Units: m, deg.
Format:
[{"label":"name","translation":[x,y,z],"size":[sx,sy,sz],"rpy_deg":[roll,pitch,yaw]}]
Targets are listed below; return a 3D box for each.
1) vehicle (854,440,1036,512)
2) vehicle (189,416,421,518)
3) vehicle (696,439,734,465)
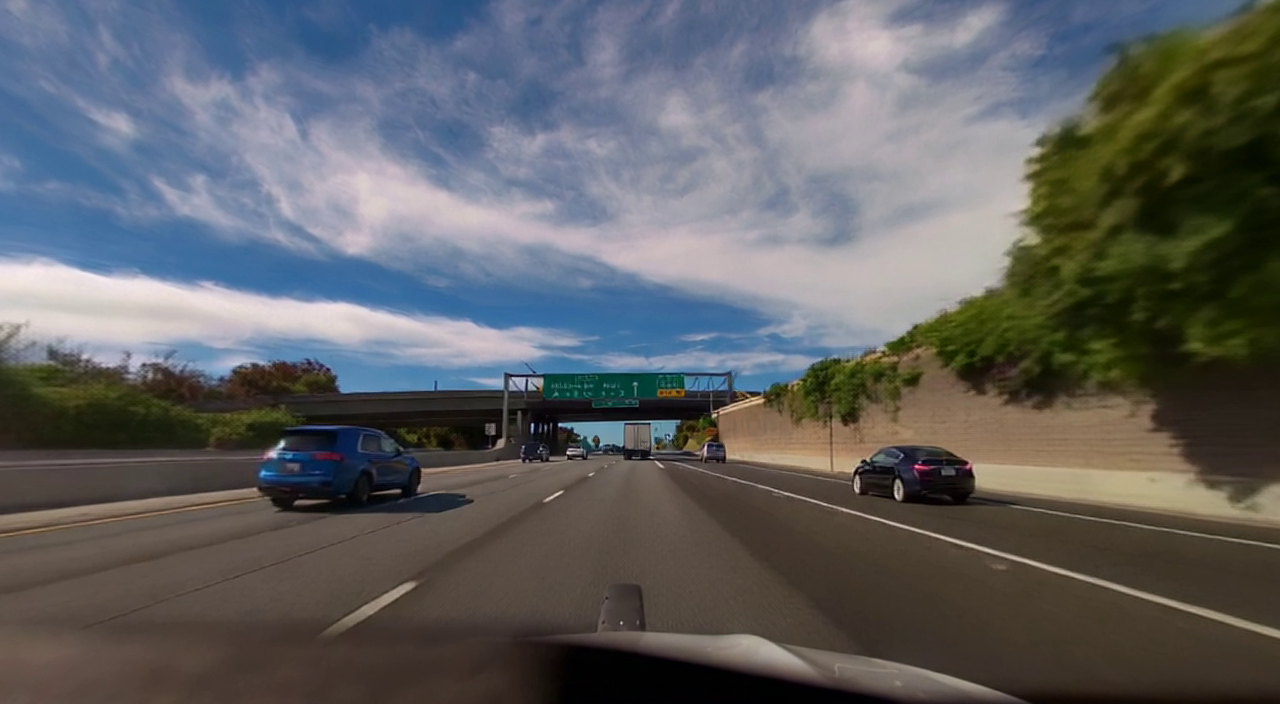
[{"label":"vehicle","translation":[7.300,2.992,15.763],"size":[2.075,1.510,4.569],"rpy_deg":[1,-9,-3]},{"label":"vehicle","translation":[-6.673,2.365,13.422],"size":[2.179,1.753,4.999],"rpy_deg":[0,-9,0]},{"label":"vehicle","translation":[5.858,7.903,49.910],"size":[2.220,1.898,4.752],"rpy_deg":[1,-9,-3]}]
